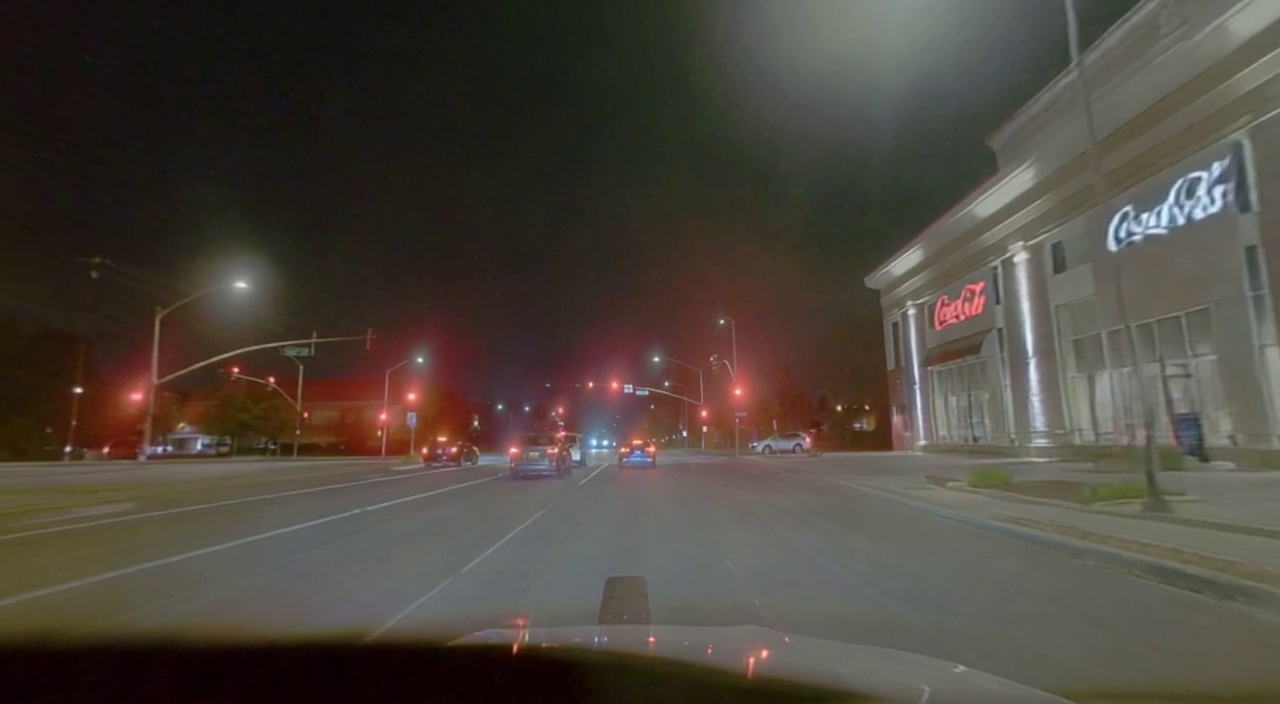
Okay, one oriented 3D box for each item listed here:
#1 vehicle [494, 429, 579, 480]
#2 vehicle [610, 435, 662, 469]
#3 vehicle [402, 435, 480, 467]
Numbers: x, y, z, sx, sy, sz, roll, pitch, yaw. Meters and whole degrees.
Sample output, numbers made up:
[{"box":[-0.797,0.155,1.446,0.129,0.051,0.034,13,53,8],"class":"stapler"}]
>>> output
[{"box":[-3.344,3.437,21.314,2.029,1.517,4.375,0,-8,1],"class":"vehicle"},{"box":[-0.113,4.692,29.886,2.258,1.507,3.896,-1,-8,2],"class":"vehicle"},{"box":[-9.631,4.832,30.921,2.096,1.474,4.585,-1,-8,3],"class":"vehicle"}]
